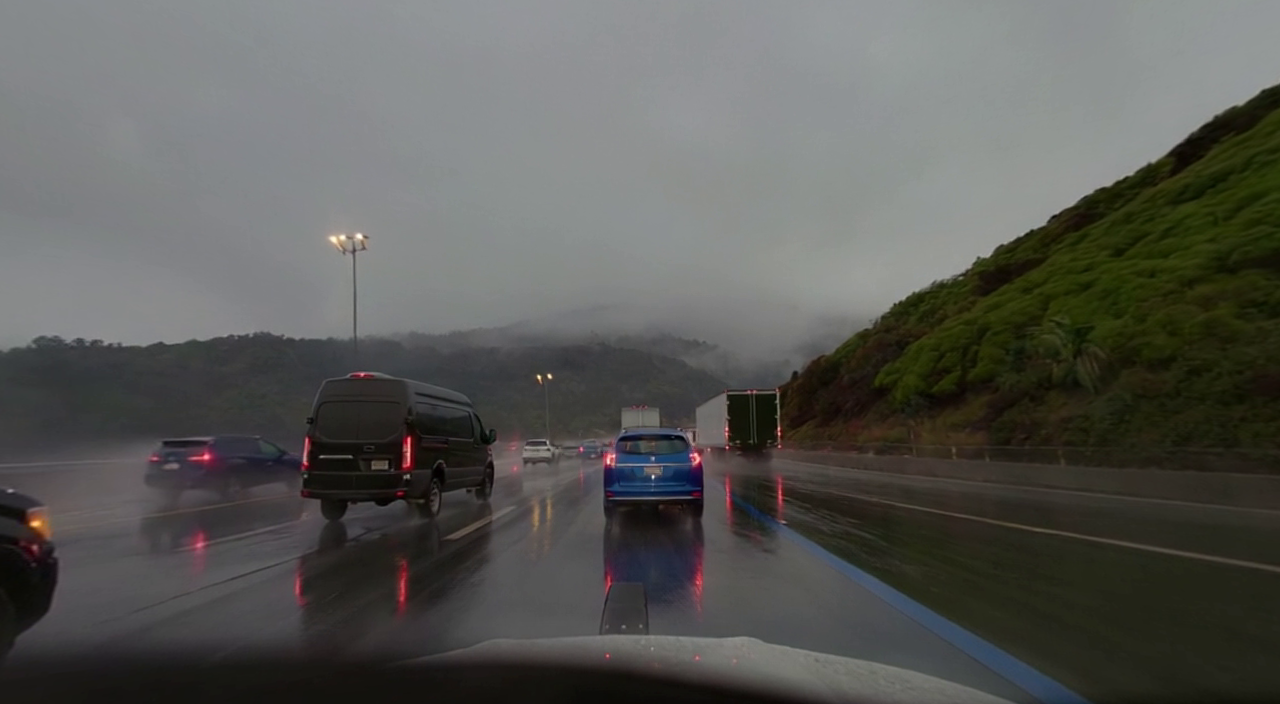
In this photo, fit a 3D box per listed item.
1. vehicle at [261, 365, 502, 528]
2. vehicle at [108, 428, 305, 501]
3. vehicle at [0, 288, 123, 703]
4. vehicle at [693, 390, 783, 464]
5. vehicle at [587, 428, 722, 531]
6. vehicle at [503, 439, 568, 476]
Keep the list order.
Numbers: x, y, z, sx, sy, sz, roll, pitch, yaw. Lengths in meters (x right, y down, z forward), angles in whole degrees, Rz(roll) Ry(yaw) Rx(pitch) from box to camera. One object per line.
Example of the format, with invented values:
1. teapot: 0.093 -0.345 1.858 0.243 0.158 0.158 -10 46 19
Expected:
1. vehicle: -4.652 1.887 12.732 2.300 2.522 5.701 -1 -8 1
2. vehicle: -11.810 3.094 17.766 2.027 1.750 4.885 0 -8 1
3. vehicle: -4.258 0.435 1.009 2.195 2.086 5.445 0 -8 0
4. vehicle: 6.433 5.599 45.261 2.989 4.277 16.586 0 -8 -3
5. vehicle: 0.169 2.191 11.398 2.003 1.499 3.930 0 -8 -1
6. vehicle: -4.469 4.578 27.608 2.007 1.457 4.447 -1 -8 1
